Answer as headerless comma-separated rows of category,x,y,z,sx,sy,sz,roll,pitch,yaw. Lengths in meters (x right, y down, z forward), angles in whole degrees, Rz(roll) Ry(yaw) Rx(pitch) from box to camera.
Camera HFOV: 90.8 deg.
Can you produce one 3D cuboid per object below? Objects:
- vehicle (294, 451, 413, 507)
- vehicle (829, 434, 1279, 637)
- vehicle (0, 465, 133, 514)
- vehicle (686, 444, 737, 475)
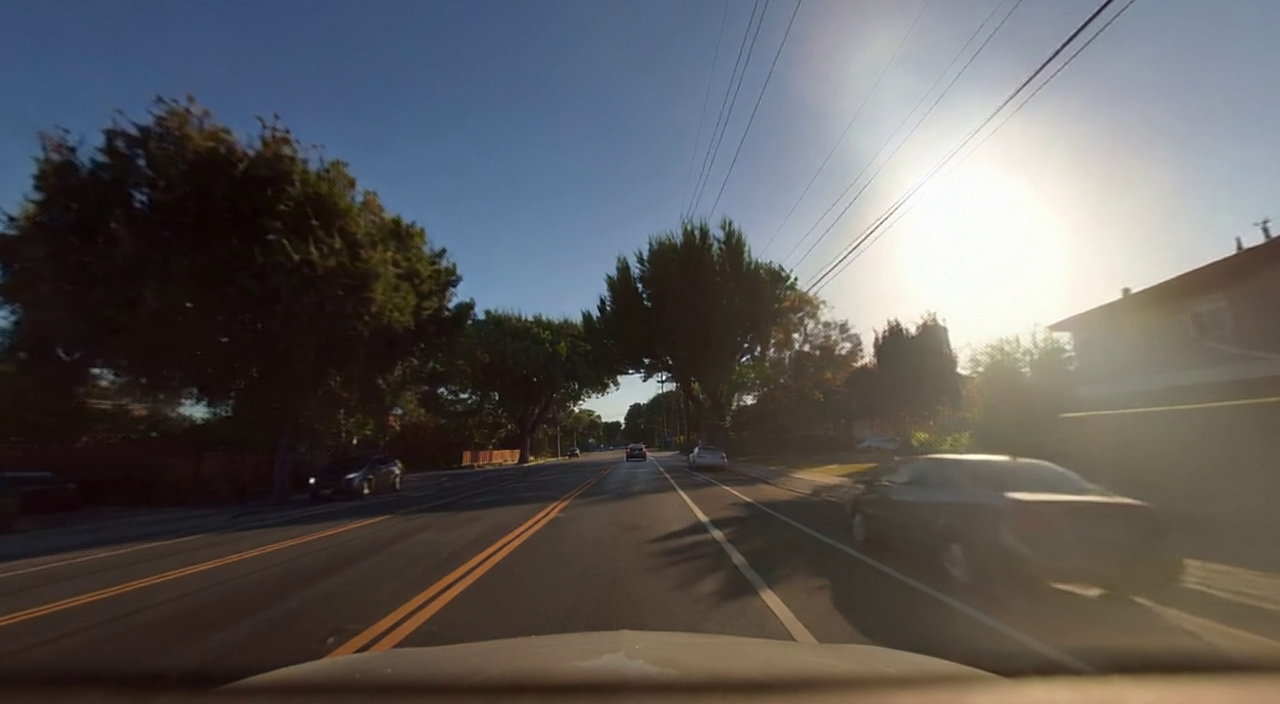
vehicle,-11.159,4.923,25.167,2.086,1.711,5.661,-6,-8,0
vehicle,3.859,1.716,7.042,2.014,1.498,4.484,1,-8,-1
vehicle,-18.616,4.194,19.431,4.326,1.355,1.812,1,-9,-4
vehicle,4.073,6.175,36.628,2.124,1.524,4.698,4,-9,-2
